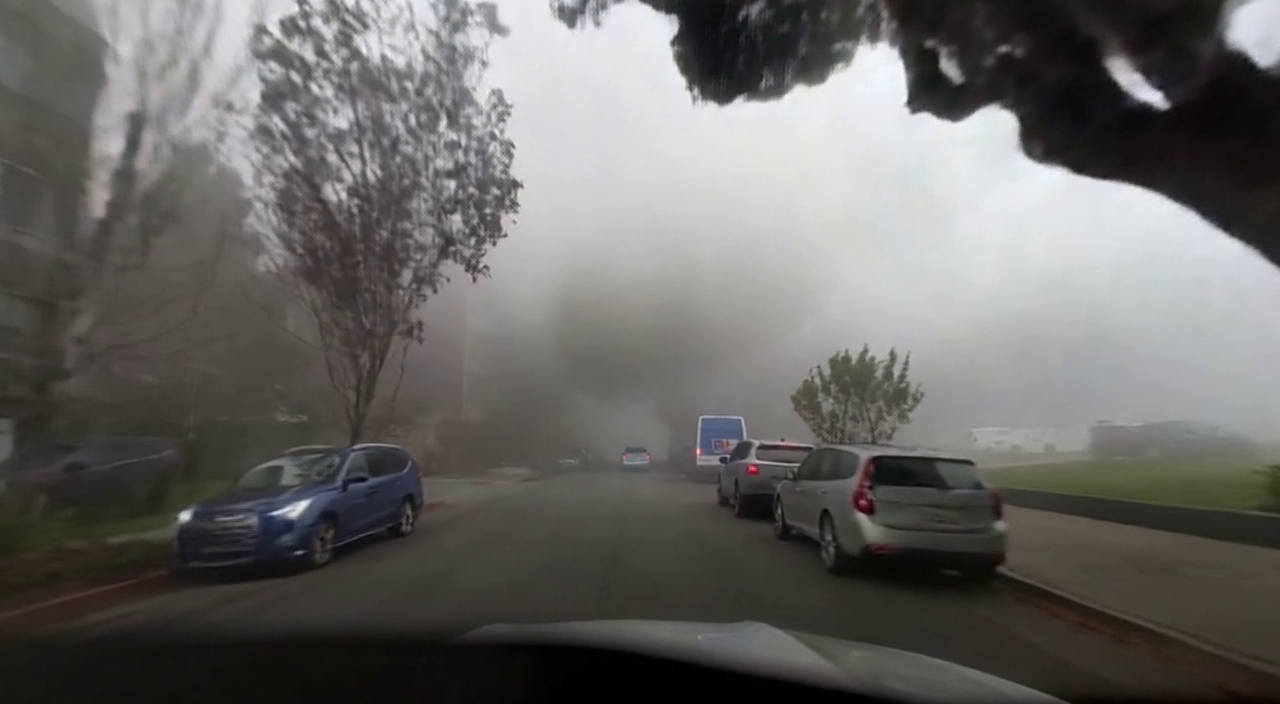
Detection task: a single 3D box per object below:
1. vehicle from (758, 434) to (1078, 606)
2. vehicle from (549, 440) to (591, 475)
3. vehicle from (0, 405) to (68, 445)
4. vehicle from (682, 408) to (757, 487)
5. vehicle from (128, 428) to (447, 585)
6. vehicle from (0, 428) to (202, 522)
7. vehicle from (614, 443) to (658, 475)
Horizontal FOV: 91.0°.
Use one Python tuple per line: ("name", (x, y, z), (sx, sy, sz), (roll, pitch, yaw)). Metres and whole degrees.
("vehicle", (2.803, 1.744, 7.514), (1.906, 1.471, 3.941), (0, -8, -2))
("vehicle", (-4.096, 6.208, 37.234), (1.951, 1.662, 4.046), (0, -4, 1))
("vehicle", (-39.454, 4.822, 40.945), (2.275, 2.455, 5.093), (5, -10, -32))
("vehicle", (3.101, 3.892, 25.921), (2.245, 2.843, 5.762), (0, -8, -1))
("vehicle", (-4.674, 2.019, 9.418), (2.090, 1.497, 4.639), (1, -4, 0))
("vehicle", (-11.102, 2.274, 12.164), (1.795, 1.513, 4.442), (-1, -8, 5))
("vehicle", (-0.216, 5.421, 32.100), (2.095, 1.510, 3.605), (0, -8, 0))
